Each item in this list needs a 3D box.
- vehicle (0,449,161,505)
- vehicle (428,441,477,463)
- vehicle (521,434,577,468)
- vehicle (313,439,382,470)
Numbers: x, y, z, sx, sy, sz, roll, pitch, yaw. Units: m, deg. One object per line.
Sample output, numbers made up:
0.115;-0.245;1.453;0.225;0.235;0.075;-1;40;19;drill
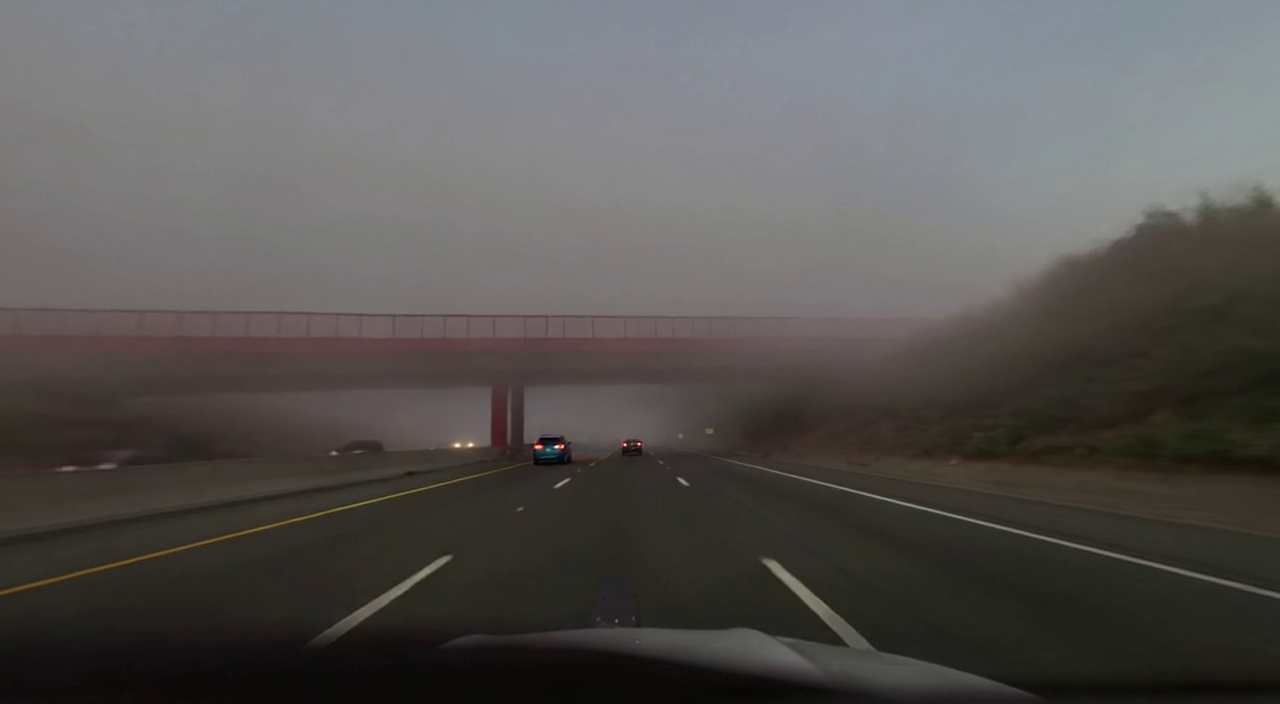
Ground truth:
-16.466;3.526;18.243;1.750;1.335;4.396;0;-8;0;vehicle
-13.027;6.948;44.098;1.970;1.473;4.699;0;-8;0;vehicle
-4.388;4.844;30.995;2.074;1.535;4.437;0;-8;0;vehicle
-16.209;5.664;35.137;1.871;1.548;4.080;0;-8;0;vehicle
